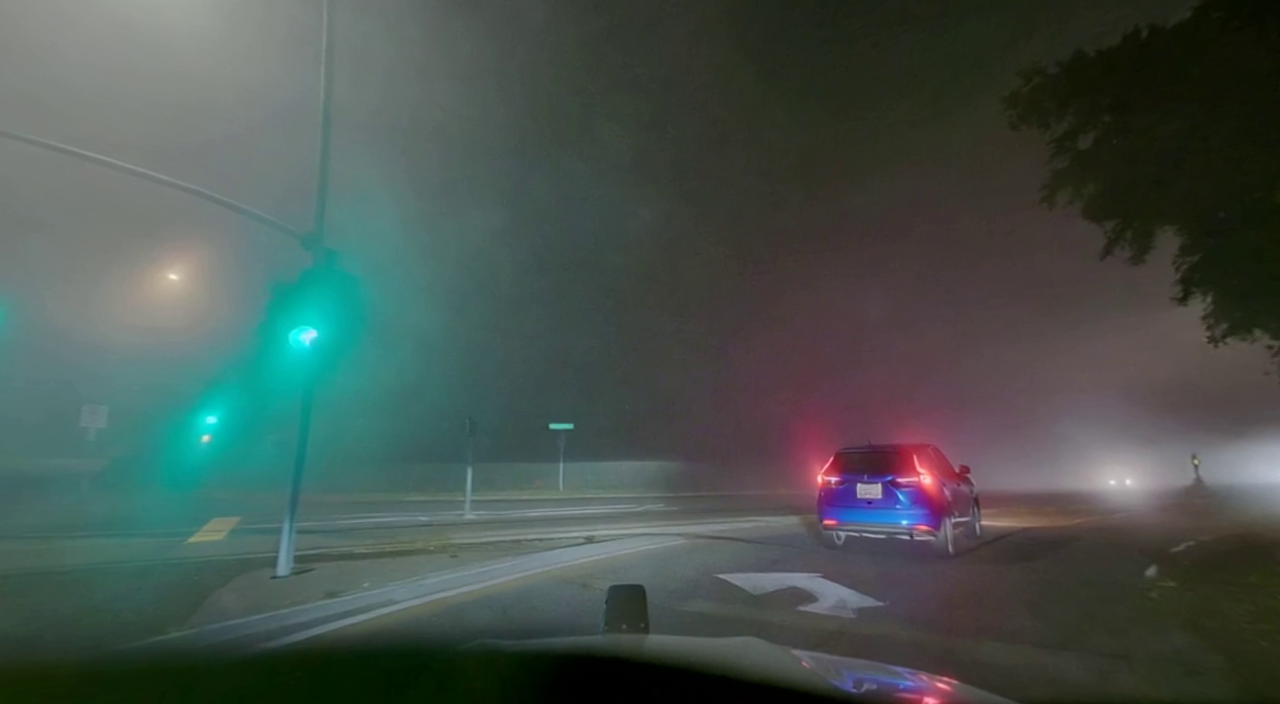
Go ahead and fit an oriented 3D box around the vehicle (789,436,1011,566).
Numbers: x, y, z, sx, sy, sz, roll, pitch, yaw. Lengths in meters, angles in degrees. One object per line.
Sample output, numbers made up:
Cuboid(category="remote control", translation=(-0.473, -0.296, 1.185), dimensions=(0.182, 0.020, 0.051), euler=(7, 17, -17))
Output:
Cuboid(category="vehicle", translation=(4.200, 2.104, 9.809), dimensions=(2.148, 1.521, 4.089), euler=(-7, -11, 36))
